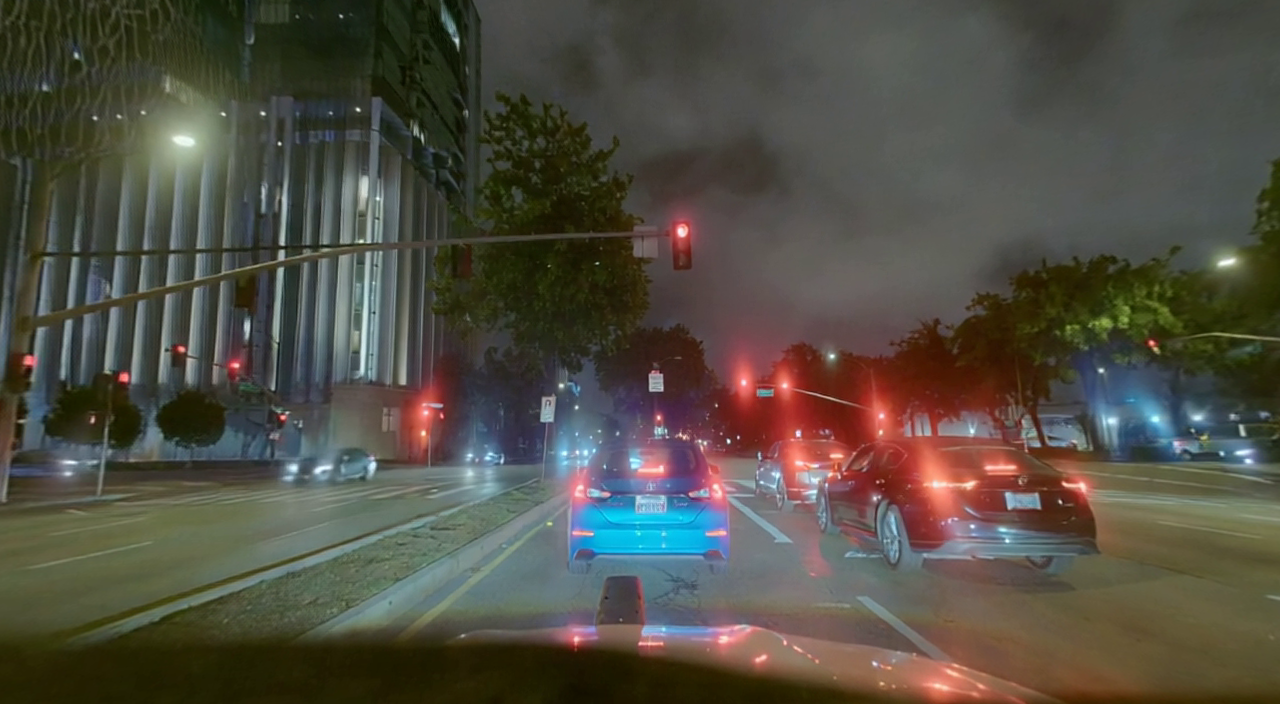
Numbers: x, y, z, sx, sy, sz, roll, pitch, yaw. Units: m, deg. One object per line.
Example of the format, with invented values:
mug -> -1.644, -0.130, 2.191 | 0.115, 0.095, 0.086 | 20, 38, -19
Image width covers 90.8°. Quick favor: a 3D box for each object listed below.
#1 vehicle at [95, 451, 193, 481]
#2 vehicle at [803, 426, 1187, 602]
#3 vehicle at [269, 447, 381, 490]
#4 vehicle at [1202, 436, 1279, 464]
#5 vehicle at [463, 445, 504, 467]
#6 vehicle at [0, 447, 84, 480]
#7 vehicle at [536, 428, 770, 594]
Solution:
vehicle -> -26.667, 6.106, 34.043 | 3.657, 1.528, 1.783 | 1, -9, -3
vehicle -> 3.635, 1.735, 7.741 | 2.018, 1.491, 4.544 | 0, -9, -1
vehicle -> -11.841, 4.395, 24.142 | 1.922, 1.466, 4.422 | 0, -9, 1
vehicle -> 35.211, 5.631, 36.138 | 4.190, 1.535, 1.998 | 0, -9, -1
vehicle -> -12.078, 8.029, 48.912 | 2.009, 1.642, 4.482 | 0, -9, 0
vehicle -> -35.513, 6.481, 36.807 | 4.147, 1.873, 1.961 | 1, -9, -3
vehicle -> 0.090, 1.734, 7.737 | 2.087, 1.468, 4.014 | 0, -9, -1
